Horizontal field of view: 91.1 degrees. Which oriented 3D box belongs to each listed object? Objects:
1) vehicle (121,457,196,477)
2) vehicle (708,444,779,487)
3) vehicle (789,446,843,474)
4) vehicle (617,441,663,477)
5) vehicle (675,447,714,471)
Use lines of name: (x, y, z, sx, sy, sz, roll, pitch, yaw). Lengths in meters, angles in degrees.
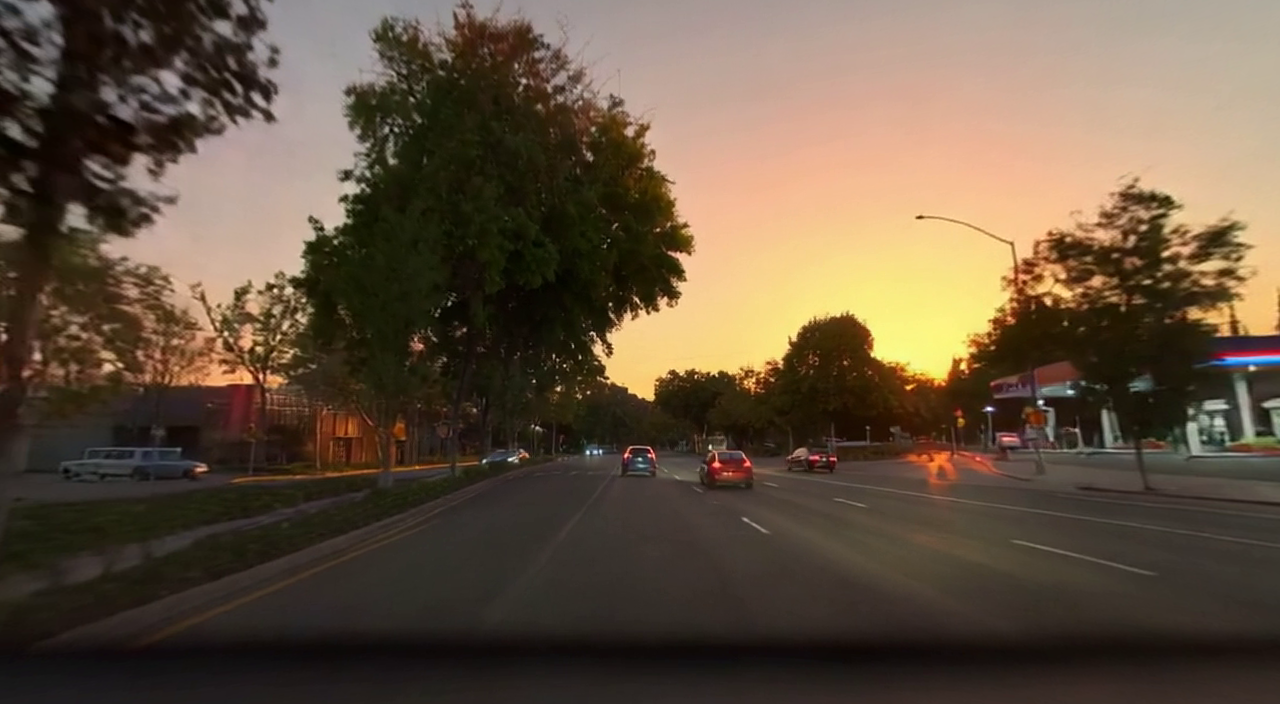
vehicle: (-37.834, 9.061, 49.337, 4.428, 1.450, 1.810, 0, -8, 1)
vehicle: (3.936, 4.388, 24.707, 1.980, 1.515, 4.362, 0, -9, -1)
vehicle: (10.186, 6.264, 36.701, 1.906, 1.488, 4.251, 0, -9, 0)
vehicle: (-0.009, 5.466, 32.261, 2.172, 1.694, 4.055, 0, -9, 0)
vehicle: (3.551, 7.065, 41.813, 2.114, 1.473, 4.495, 0, -9, -1)
